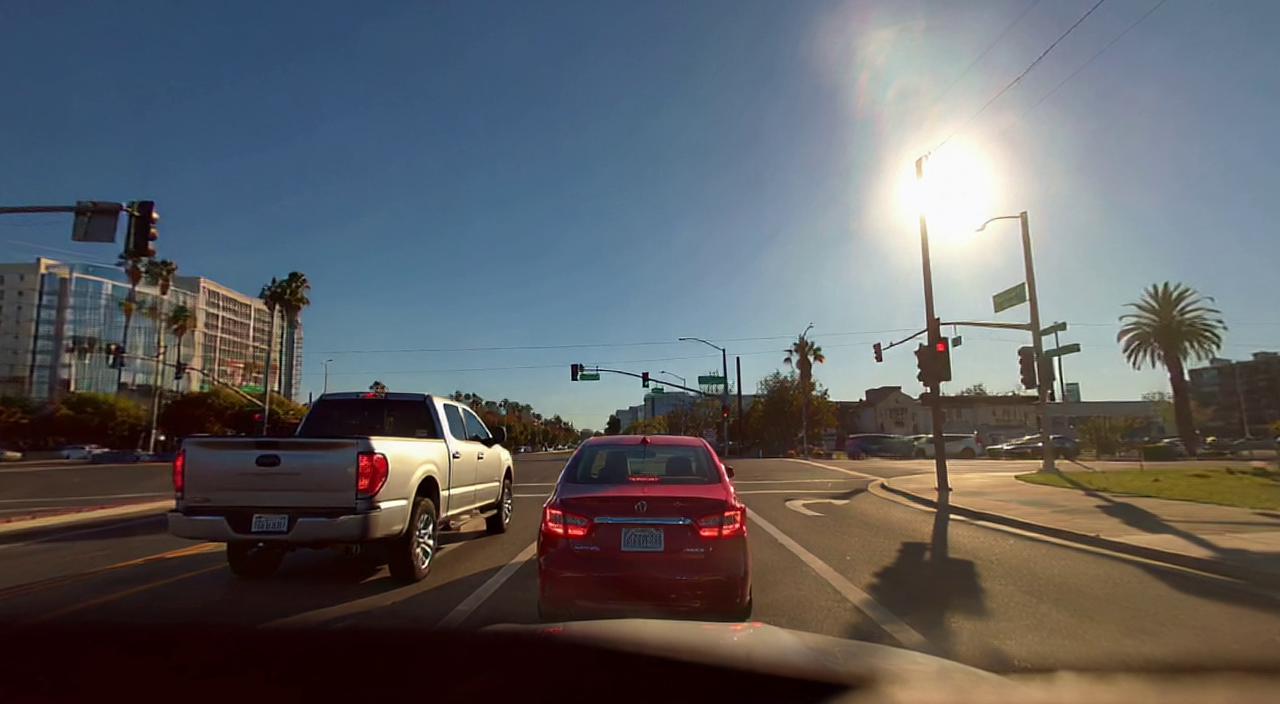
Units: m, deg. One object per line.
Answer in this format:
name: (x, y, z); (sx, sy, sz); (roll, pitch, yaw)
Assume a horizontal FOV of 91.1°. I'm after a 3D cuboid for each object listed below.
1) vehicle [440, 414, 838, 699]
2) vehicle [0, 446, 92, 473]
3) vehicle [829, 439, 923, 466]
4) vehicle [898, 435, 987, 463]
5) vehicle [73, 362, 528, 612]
vehicle: (0.026, 1.400, 5.501); (2.122, 1.501, 4.152); (0, -8, 1)
vehicle: (-37.125, 6.632, 38.835); (4.576, 1.617, 1.937); (0, -8, 2)
vehicle: (13.628, 5.836, 36.586); (4.862, 1.481, 2.275); (-2, -9, 16)
vehicle: (18.852, 6.079, 39.283); (4.466, 1.717, 1.963); (0, -8, 3)
vehicle: (-3.239, 1.481, 7.897); (2.330, 1.969, 5.626); (-1, -8, 3)
